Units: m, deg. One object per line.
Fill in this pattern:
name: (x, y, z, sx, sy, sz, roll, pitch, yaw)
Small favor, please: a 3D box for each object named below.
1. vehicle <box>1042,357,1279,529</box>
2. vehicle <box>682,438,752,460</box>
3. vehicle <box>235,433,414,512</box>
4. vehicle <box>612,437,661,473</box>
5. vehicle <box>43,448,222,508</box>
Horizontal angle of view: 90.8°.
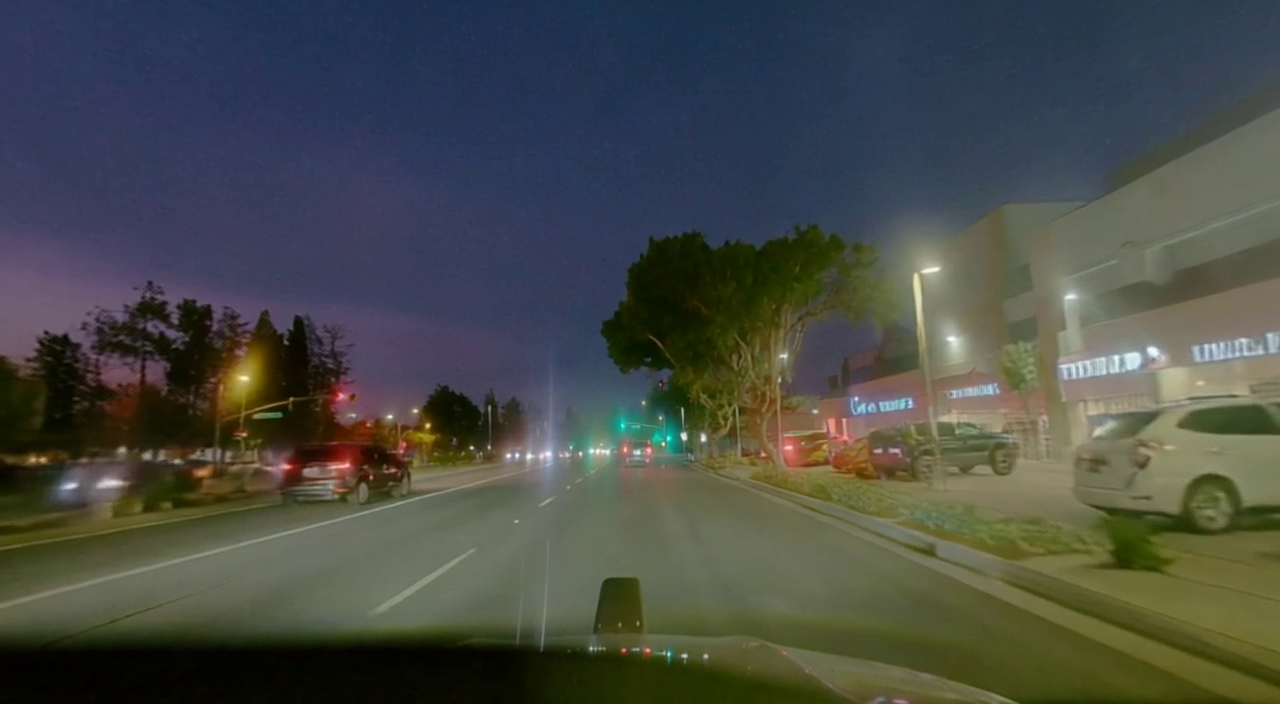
vehicle: (9.276, 1.197, 8.604, 5.976, 1.994, 2.295, 0, -8, 0)
vehicle: (5.485, 6.922, 45.186, 4.619, 1.523, 1.873, 2, -9, -14)
vehicle: (-7.508, 2.887, 15.717, 2.038, 1.649, 4.665, 0, -9, 0)
vehicle: (-0.196, 4.565, 28.152, 2.061, 1.469, 3.954, 0, -9, -1)
vehicle: (-16.375, 4.036, 20.808, 2.127, 1.716, 4.548, 0, -9, -1)
